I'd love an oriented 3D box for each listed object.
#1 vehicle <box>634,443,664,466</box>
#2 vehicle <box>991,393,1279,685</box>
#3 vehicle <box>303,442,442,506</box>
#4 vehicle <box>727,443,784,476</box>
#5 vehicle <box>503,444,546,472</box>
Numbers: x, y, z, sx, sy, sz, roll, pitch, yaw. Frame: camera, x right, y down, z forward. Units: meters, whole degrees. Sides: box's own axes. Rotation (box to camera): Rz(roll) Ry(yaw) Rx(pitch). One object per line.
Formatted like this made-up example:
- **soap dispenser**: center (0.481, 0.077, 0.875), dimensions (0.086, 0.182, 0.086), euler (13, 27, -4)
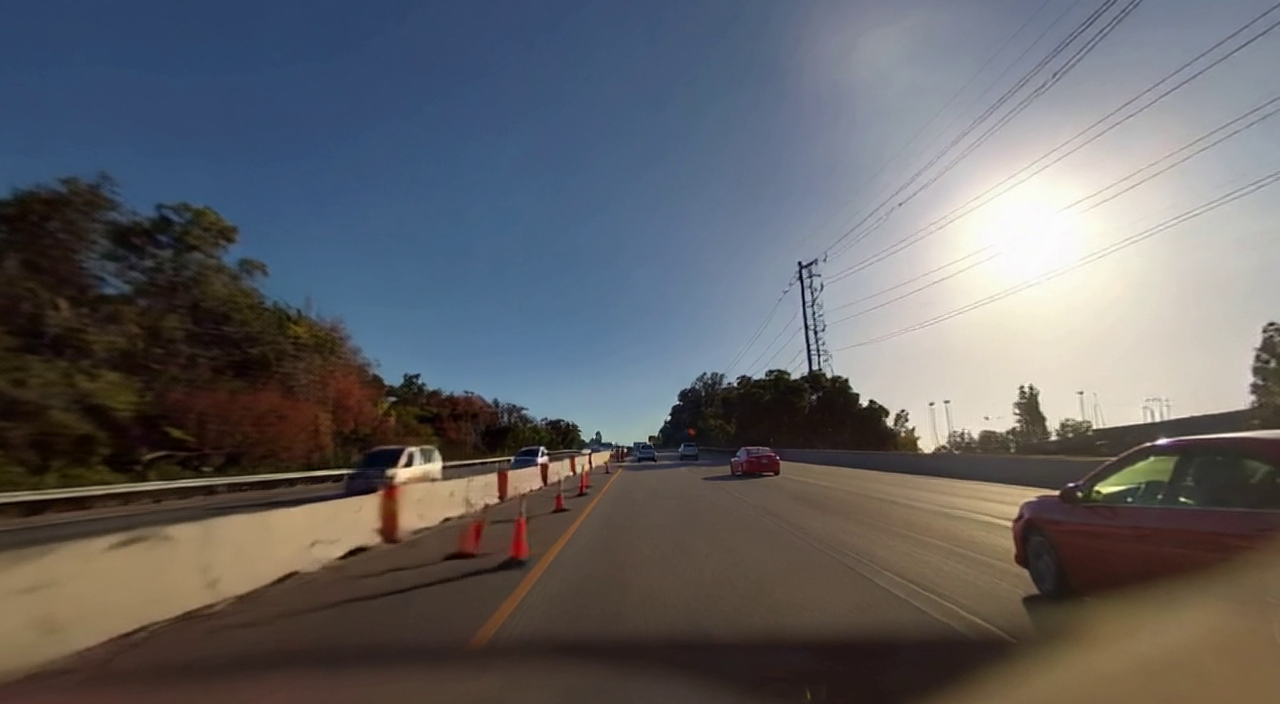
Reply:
- **vehicle**: center (0.624, 7.625, 47.190), dimensions (2.096, 1.583, 4.150), euler (0, -8, -1)
- **vehicle**: center (4.462, 1.077, 3.902), dimensions (1.997, 1.568, 4.529), euler (0, -8, 1)
- **vehicle**: center (-7.646, 3.492, 18.670), dimensions (1.941, 1.594, 4.791), euler (0, -8, 1)
- **vehicle**: center (5.385, 5.072, 29.967), dimensions (1.881, 1.409, 4.016), euler (0, -8, -1)
- **vehicle**: center (-7.140, 6.545, 39.290), dimensions (1.888, 1.605, 3.922), euler (0, -8, 1)
